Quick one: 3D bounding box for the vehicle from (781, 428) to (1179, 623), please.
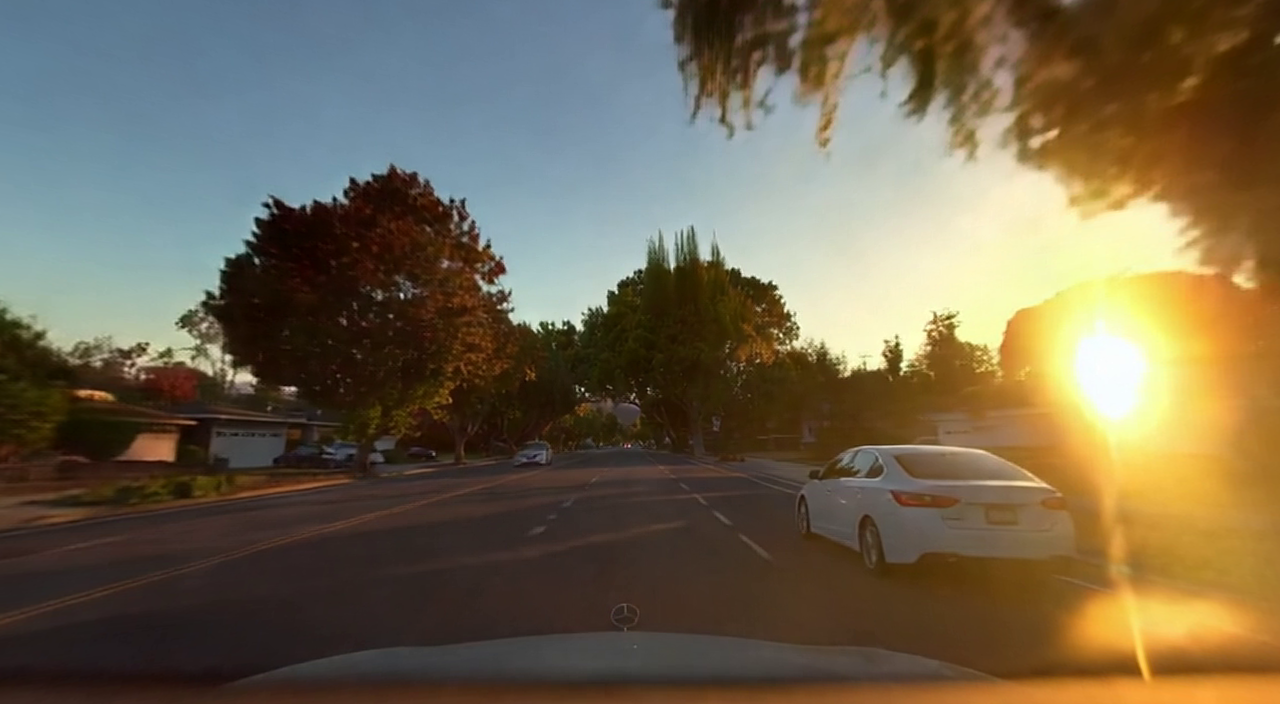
[{"bbox_3d":[3.129,1.669,7.096,2.057,1.493,4.225,0,-9,-1],"label":"vehicle"}]

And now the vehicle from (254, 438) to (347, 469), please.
[{"bbox_3d":[-20.647,6.168,38.541,4.445,1.822,2.095,-1,-9,4],"label":"vehicle"}]

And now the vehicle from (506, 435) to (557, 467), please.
[{"bbox_3d":[-7.215,6.690,42.781,2.334,1.985,6.274,0,-9,0],"label":"vehicle"}]
